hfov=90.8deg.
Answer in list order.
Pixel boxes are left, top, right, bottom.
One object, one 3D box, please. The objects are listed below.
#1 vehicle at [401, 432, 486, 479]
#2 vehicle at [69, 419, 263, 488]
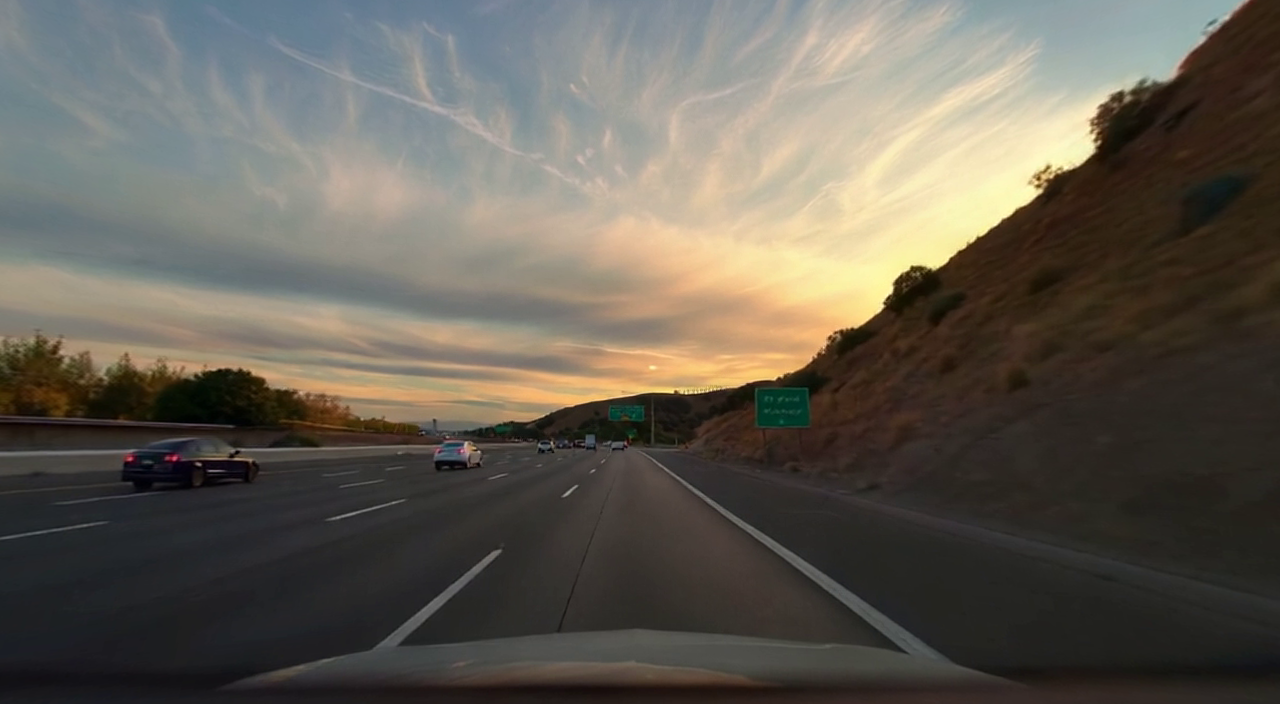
[{"bbox_3d":[-7.844,4.185,25.684,2.104,1.715,4.319,0,-9,-1],"label":"vehicle"},{"bbox_3d":[-15.304,3.353,20.989,2.240,1.953,5.452,0,-9,-1],"label":"vehicle"}]
